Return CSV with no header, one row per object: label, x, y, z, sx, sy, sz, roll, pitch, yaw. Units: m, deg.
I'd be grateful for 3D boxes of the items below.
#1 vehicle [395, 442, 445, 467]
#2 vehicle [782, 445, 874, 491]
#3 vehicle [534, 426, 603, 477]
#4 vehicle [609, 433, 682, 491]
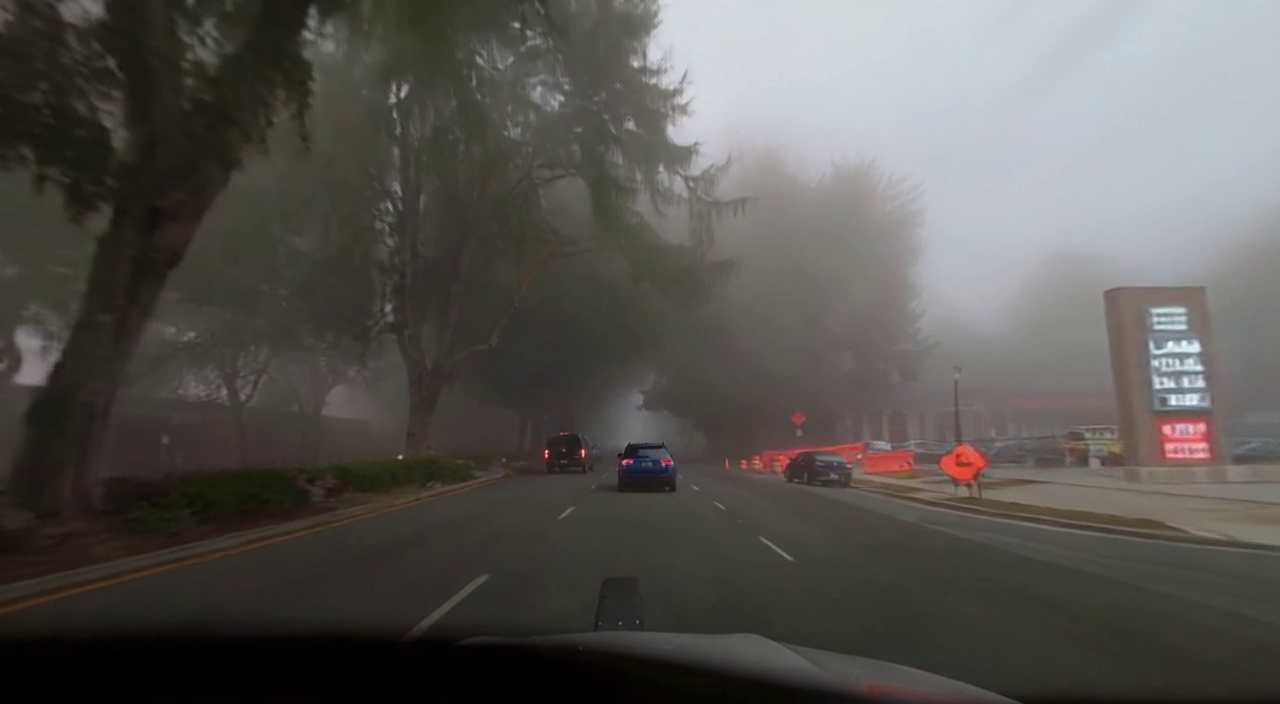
vehicle,-15.502,7.215,44.695,1.898,1.702,4.456,0,-8,1
vehicle,6.964,4.320,23.961,2.076,1.535,4.460,1,-9,-1
vehicle,-3.118,4.509,28.855,2.357,2.063,5.488,0,-8,1
vehicle,0.165,3.581,20.932,2.168,1.725,4.192,0,-8,0
